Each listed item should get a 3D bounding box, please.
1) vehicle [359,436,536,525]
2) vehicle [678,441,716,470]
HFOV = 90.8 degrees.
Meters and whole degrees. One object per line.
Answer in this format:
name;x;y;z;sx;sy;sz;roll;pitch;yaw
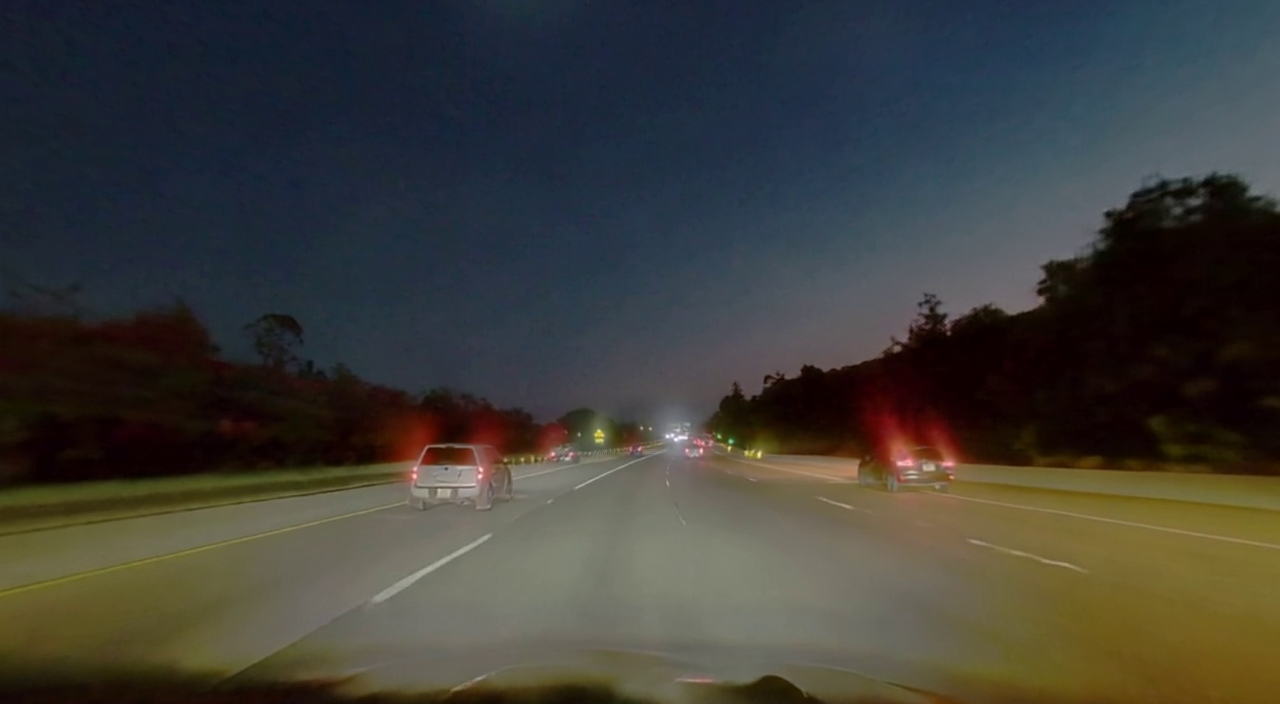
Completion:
vehicle;-3.635;2.530;12.994;2.192;1.482;4.454;0;-9;1
vehicle;3.749;6.889;42.351;2.211;1.814;4.404;0;-9;2
